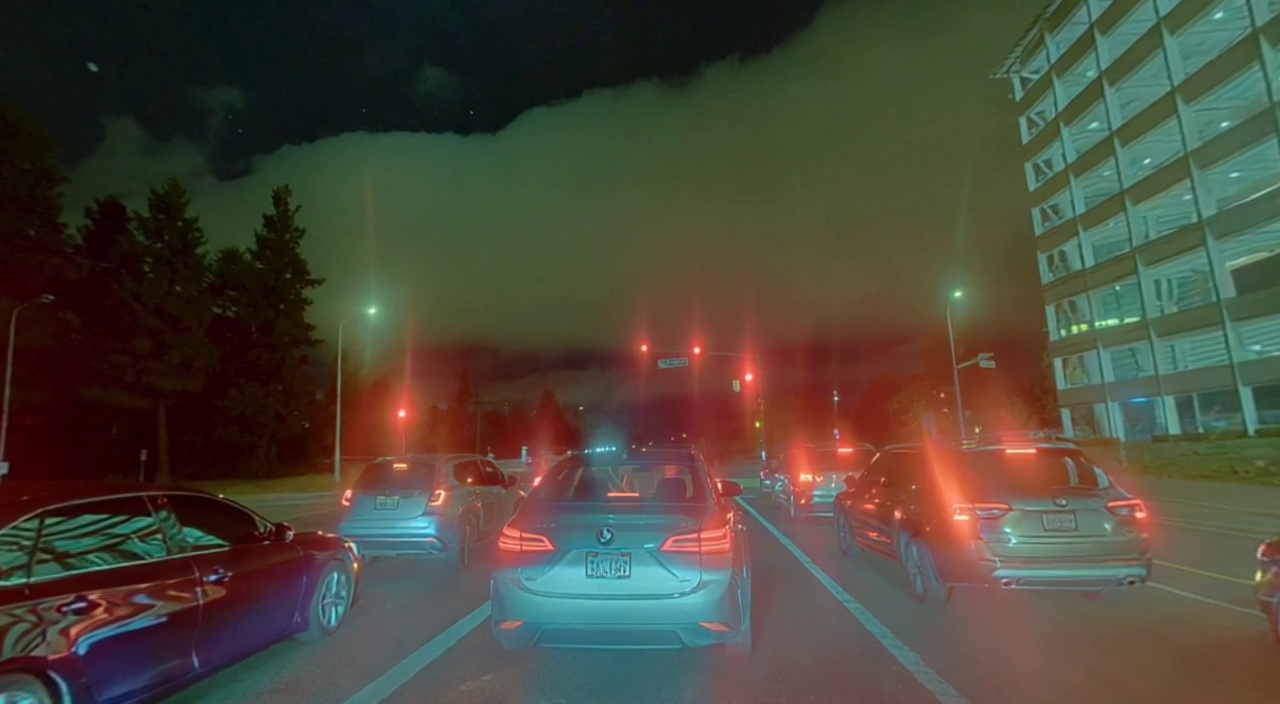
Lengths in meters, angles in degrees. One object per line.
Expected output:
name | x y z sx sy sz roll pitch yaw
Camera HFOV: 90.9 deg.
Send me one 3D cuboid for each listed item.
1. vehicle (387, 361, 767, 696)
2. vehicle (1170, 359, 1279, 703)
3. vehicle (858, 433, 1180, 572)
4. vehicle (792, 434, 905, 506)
vehicle | -0.209 1.238 5.562 2.021 1.742 4.295 -1 -8 4
vehicle | 4.061 0.611 1.112 1.993 1.719 4.953 0 -8 1
vehicle | 4.903 1.974 9.168 1.963 1.480 4.553 0 -8 2
vehicle | 5.337 3.036 16.724 1.994 1.638 4.100 -1 -9 6
